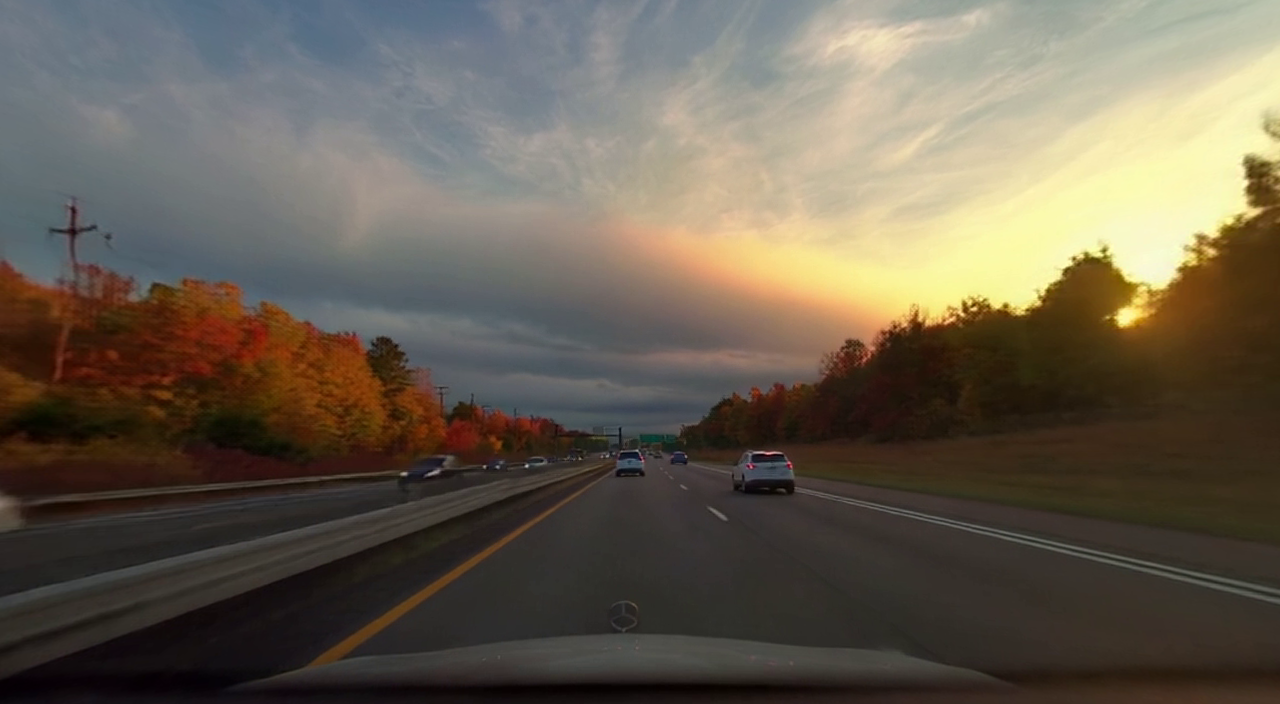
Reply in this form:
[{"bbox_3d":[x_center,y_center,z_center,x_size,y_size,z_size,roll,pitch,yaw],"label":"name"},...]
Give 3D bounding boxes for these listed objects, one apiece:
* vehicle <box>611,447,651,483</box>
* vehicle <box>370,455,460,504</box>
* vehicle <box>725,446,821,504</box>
[{"bbox_3d":[-0.438,5.805,32.458,1.937,1.699,3.936,-1,-9,0],"label":"vehicle"},{"bbox_3d":[-9.078,5.149,25.732,1.932,1.738,4.571,-1,-9,1],"label":"vehicle"},{"bbox_3d":[3.788,3.557,18.616,1.843,1.505,4.339,0,-9,-1],"label":"vehicle"}]
